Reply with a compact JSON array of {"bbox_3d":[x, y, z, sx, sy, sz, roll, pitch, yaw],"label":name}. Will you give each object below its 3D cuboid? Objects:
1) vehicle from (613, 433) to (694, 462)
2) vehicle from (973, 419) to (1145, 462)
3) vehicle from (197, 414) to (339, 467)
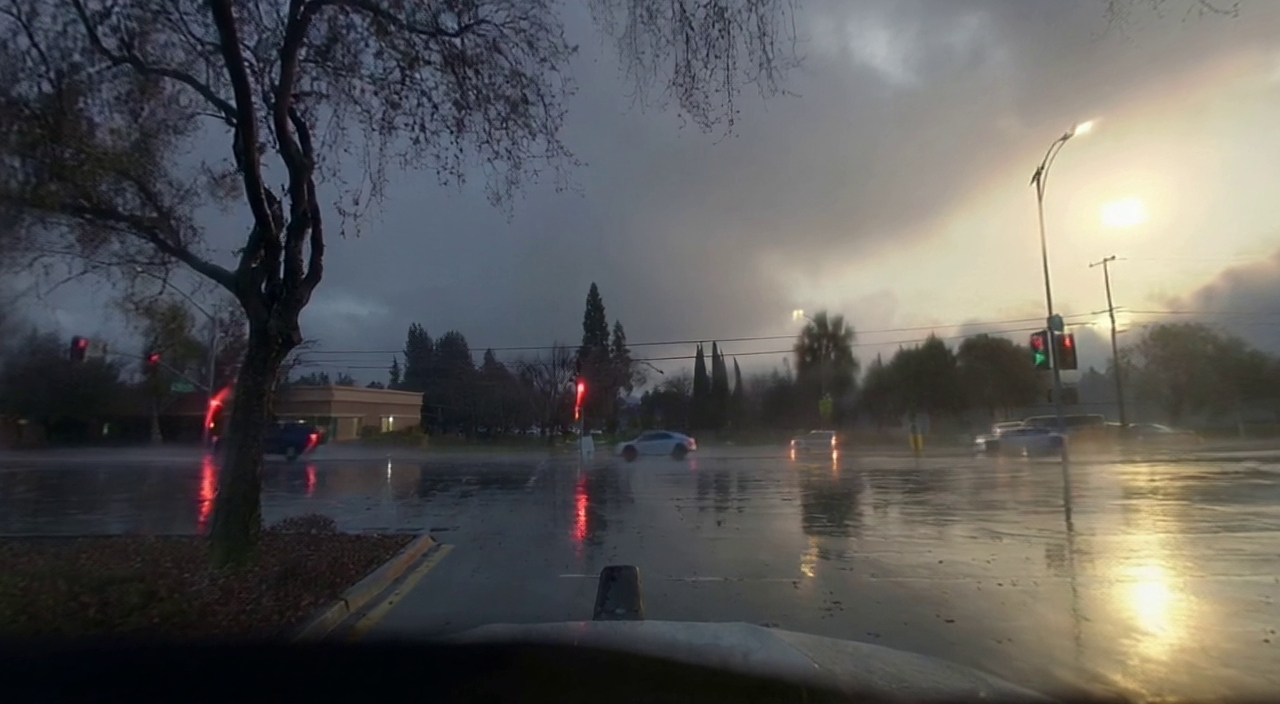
[{"bbox_3d":[0.790,5.437,36.094,4.370,1.592,1.886,-2,-9,10],"label":"vehicle"},{"bbox_3d":[15.026,3.214,22.947,4.749,1.461,1.892,-1,-9,9],"label":"vehicle"},{"bbox_3d":[-23.959,5.735,40.813,7.790,3.197,2.653,-1,-9,9],"label":"vehicle"}]
